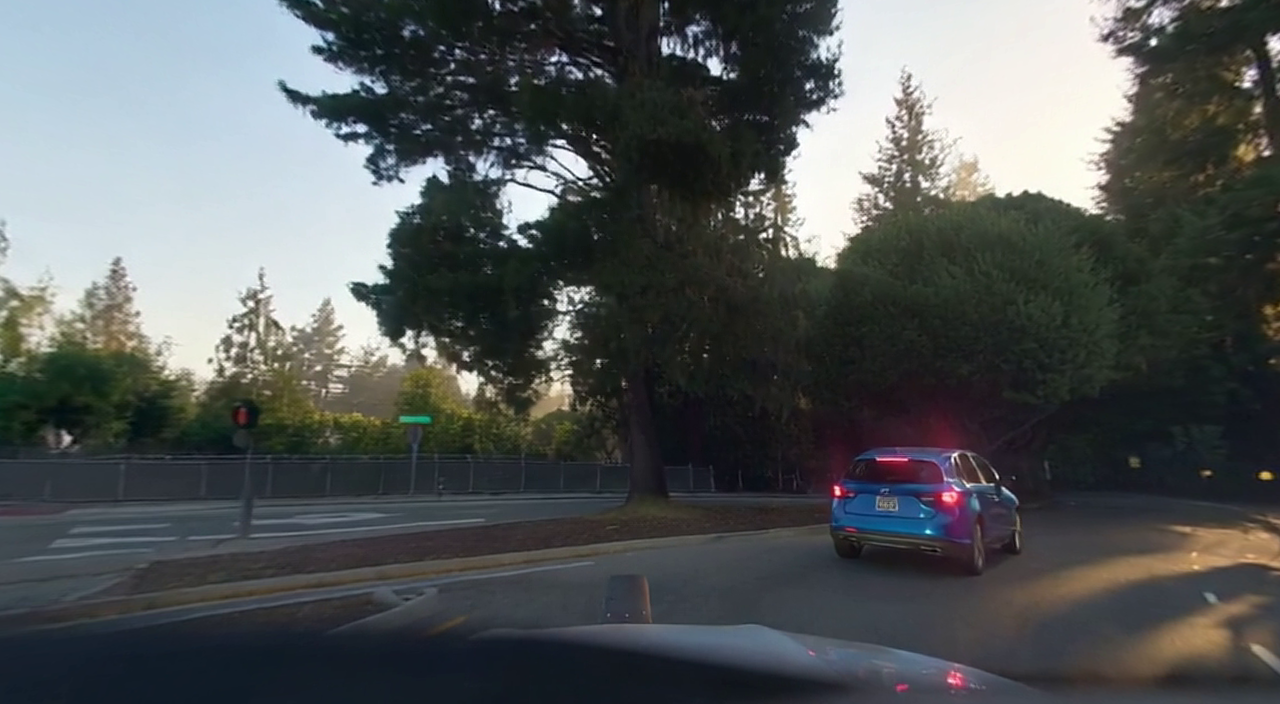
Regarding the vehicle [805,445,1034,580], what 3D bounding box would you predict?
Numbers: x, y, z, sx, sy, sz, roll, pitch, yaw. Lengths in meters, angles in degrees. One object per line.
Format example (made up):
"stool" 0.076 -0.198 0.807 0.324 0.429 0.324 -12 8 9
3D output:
"vehicle" 4.394 2.183 9.567 2.148 1.521 4.089 -6 -10 38
